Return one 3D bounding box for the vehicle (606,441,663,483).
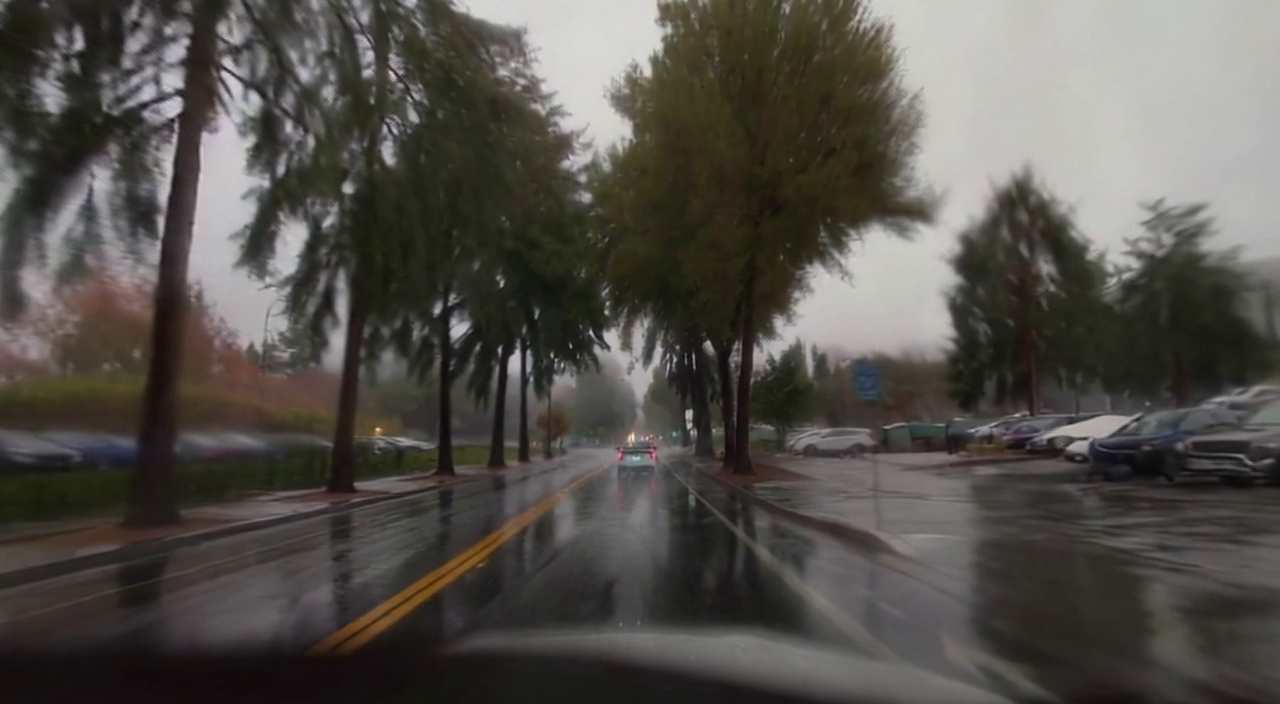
[{"bbox_3d":[-0.212,4.500,26.276,2.152,1.574,4.223,-1,-8,0],"label":"vehicle"}]
